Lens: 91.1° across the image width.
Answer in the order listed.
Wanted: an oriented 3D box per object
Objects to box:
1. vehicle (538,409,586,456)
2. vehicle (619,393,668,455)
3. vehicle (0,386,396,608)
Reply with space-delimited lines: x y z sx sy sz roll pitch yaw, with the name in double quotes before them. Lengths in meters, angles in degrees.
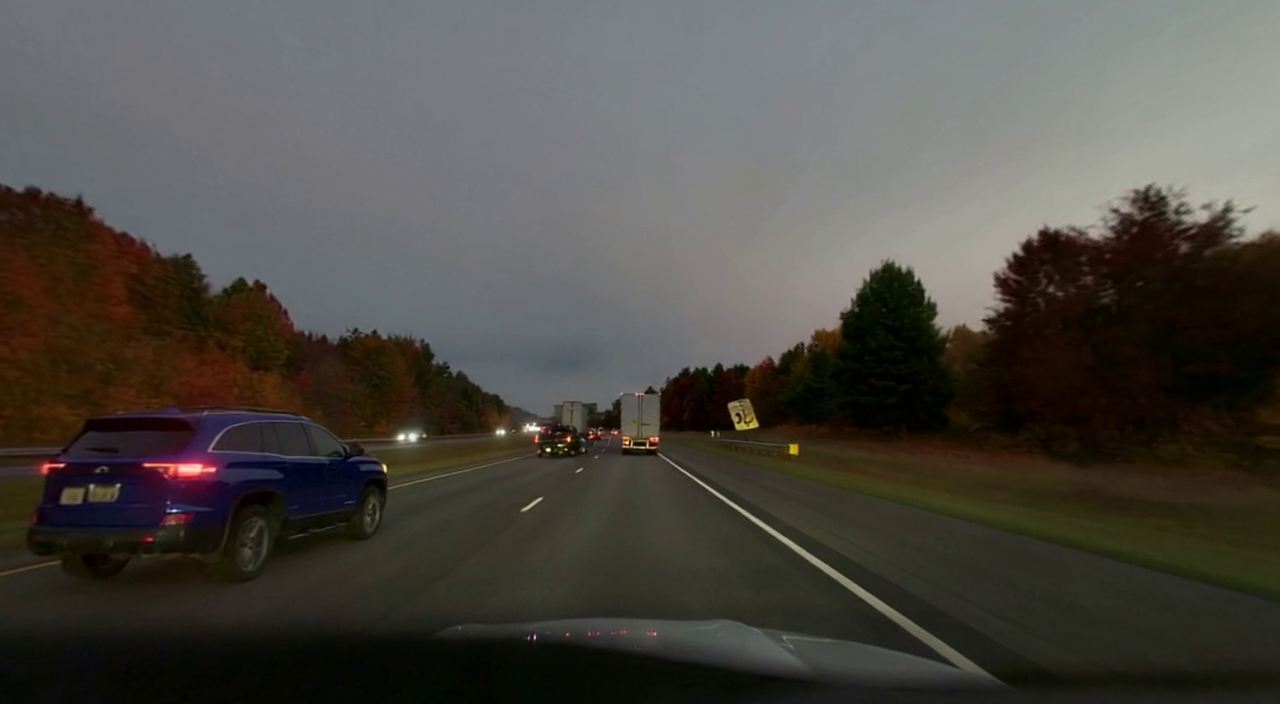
"vehicle" -4.822 5.129 39.776 2.383 2.726 5.677 0 -8 0
"vehicle" 0.070 5.168 44.567 3.078 3.955 8.774 0 -8 -3
"vehicle" -4.688 1.399 7.080 2.089 1.669 4.515 0 -8 0
